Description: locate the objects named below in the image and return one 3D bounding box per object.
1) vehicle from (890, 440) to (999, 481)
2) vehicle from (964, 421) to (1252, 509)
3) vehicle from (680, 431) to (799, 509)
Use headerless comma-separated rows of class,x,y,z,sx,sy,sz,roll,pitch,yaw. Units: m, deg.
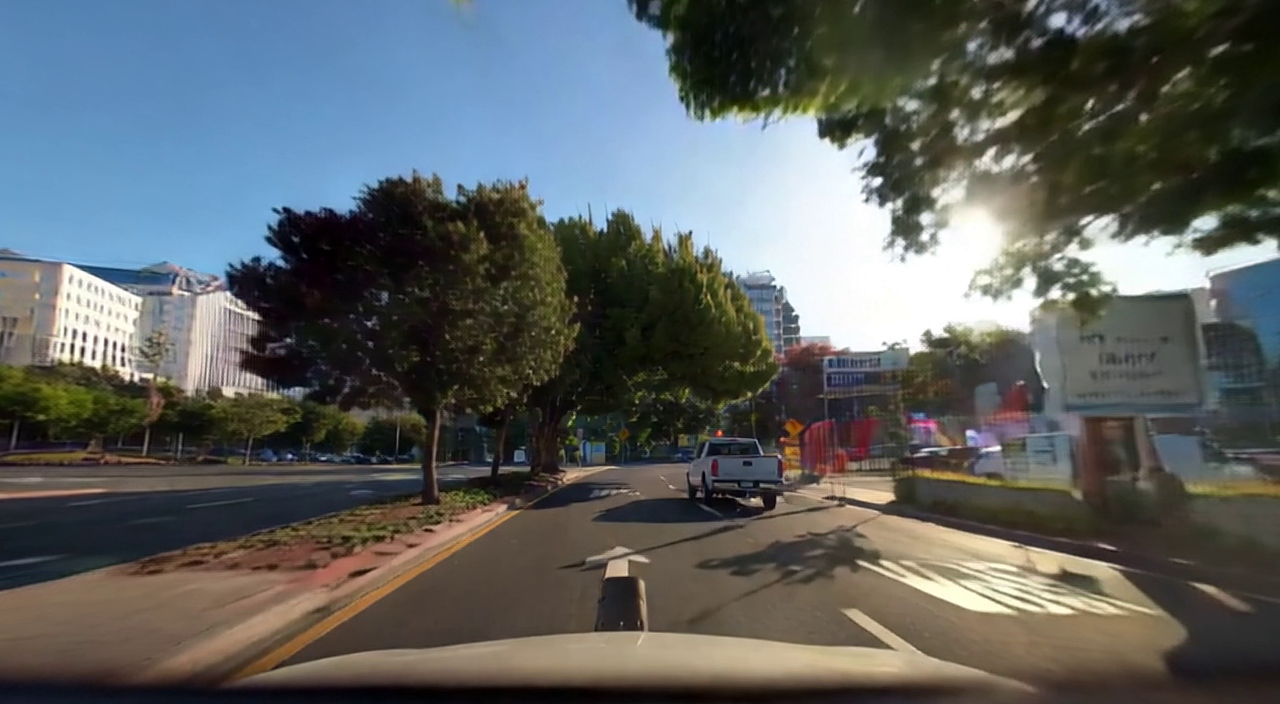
vehicle,16.608,5.937,34.708,4.765,1.678,2.228,-5,-3,5
vehicle,15.367,3.772,21.188,7.551,2.142,2.896,5,-10,-2
vehicle,2.677,3.369,18.709,2.402,1.922,5.677,0,-8,-2
